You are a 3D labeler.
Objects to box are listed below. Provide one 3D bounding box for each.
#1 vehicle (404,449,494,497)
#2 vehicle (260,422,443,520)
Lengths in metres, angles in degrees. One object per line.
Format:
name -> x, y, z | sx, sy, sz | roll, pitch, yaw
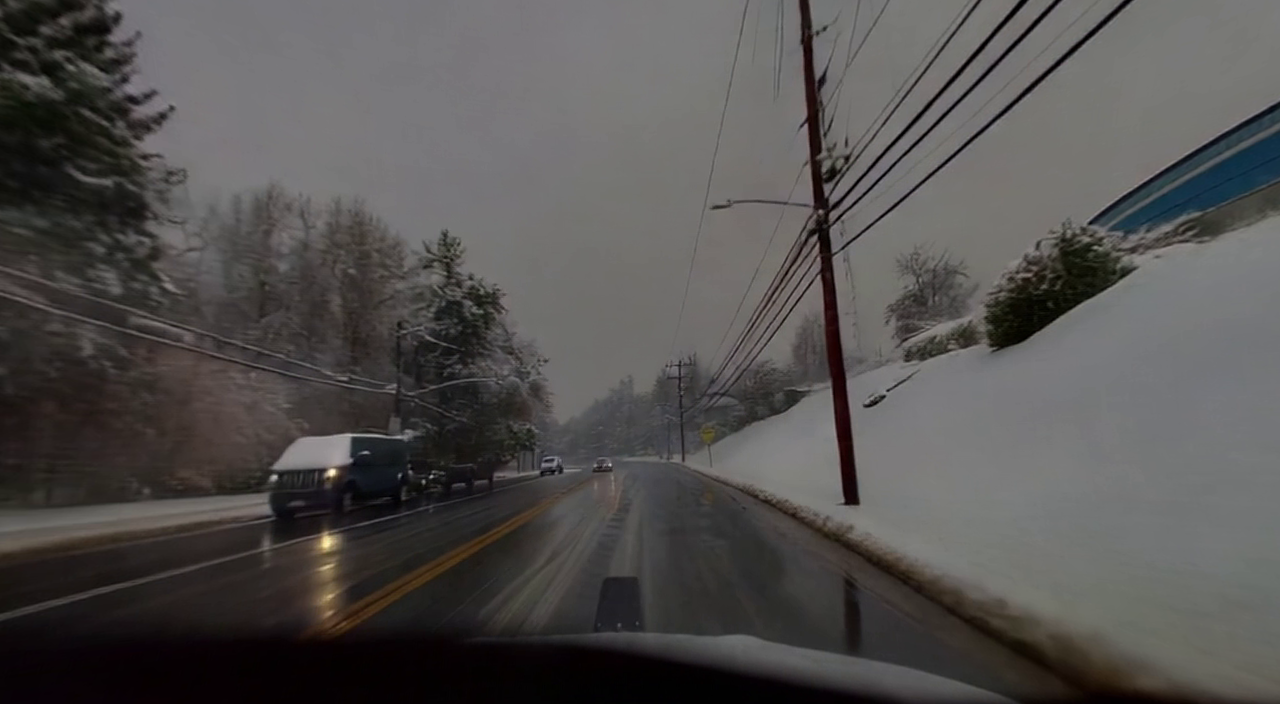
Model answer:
vehicle -> -7.217, 4.681, 24.376 | 1.940, 1.514, 4.544 | -4, -11, 2
vehicle -> -7.376, 3.081, 16.881 | 2.295, 1.989, 5.055 | -6, -9, 3
